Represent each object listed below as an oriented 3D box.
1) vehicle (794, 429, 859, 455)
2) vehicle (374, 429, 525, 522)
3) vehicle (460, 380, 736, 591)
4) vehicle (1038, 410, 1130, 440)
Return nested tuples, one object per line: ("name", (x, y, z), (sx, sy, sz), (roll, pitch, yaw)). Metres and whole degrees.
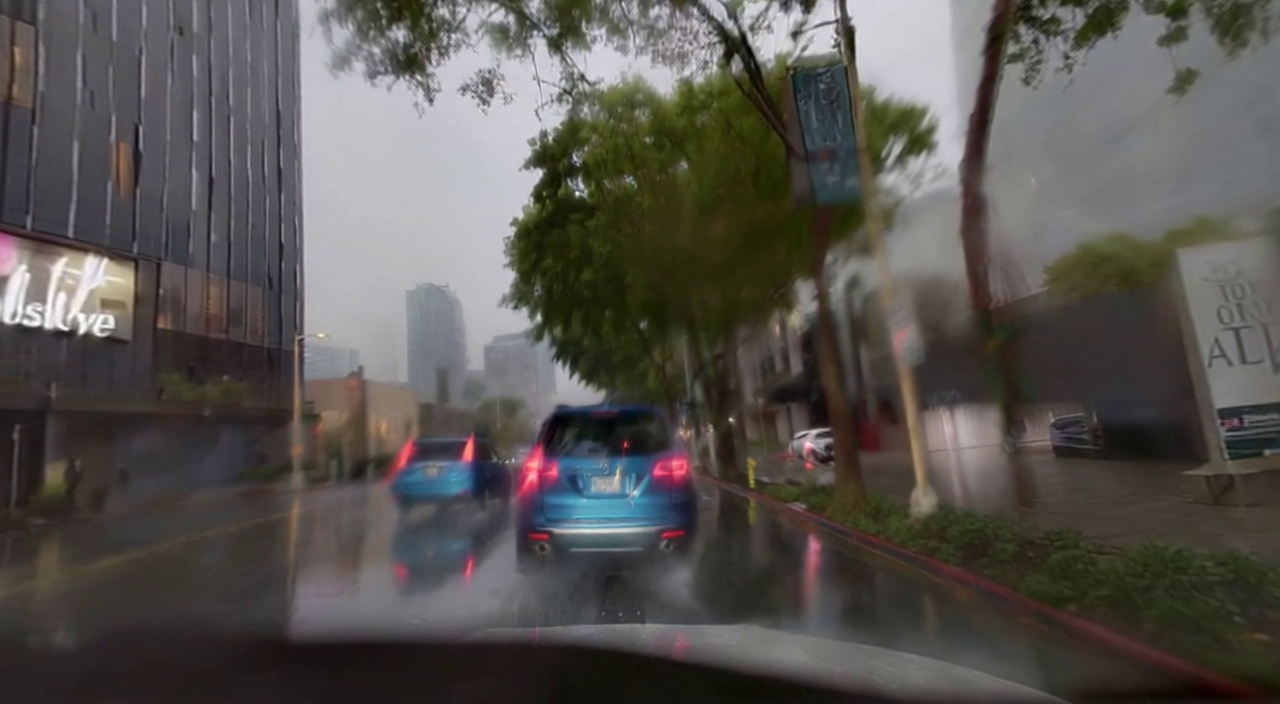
("vehicle", (10.696, 5.155, 36.119), (1.877, 1.416, 3.965), (-8, -11, 43))
("vehicle", (-3.888, 2.584, 13.828), (1.971, 1.658, 4.428), (0, -8, -1))
("vehicle", (-0.456, 1.544, 8.123), (2.531, 1.930, 4.382), (0, -8, -2))
("vehicle", (24.458, 4.054, 34.888), (3.826, 1.544, 1.754), (1, -8, -5))
